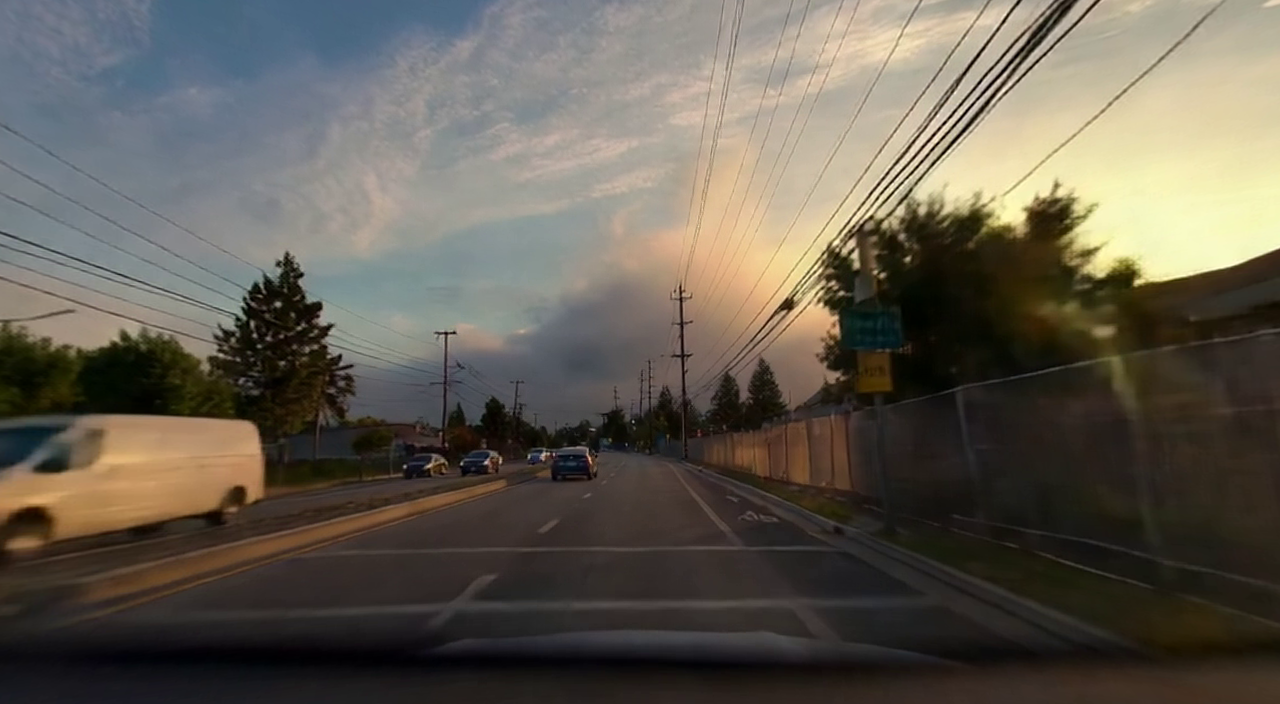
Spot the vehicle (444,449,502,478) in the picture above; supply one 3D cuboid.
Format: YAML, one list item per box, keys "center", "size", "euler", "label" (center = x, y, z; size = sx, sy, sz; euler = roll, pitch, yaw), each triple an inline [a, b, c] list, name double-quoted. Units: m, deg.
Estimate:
- center: [-9.406, 6.273, 35.766]
  size: [2.007, 1.520, 4.466]
  euler: [0, -9, 1]
  label: "vehicle"

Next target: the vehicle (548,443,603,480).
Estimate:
- center: [-2.826, 4.902, 28.535]
  size: [1.992, 1.515, 4.289]
  euler: [0, -9, 1]
  label: "vehicle"

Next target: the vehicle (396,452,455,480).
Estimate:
- center: [-12.826, 6.828, 37.936]
  size: [1.923, 1.512, 4.468]
  euler: [0, -9, 0]
  label: "vehicle"

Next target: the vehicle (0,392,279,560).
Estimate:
- center: [-9.844, 2.228, 12.101]
  size: [2.377, 2.439, 5.510]
  euler: [0, -9, 1]
  label: "vehicle"
